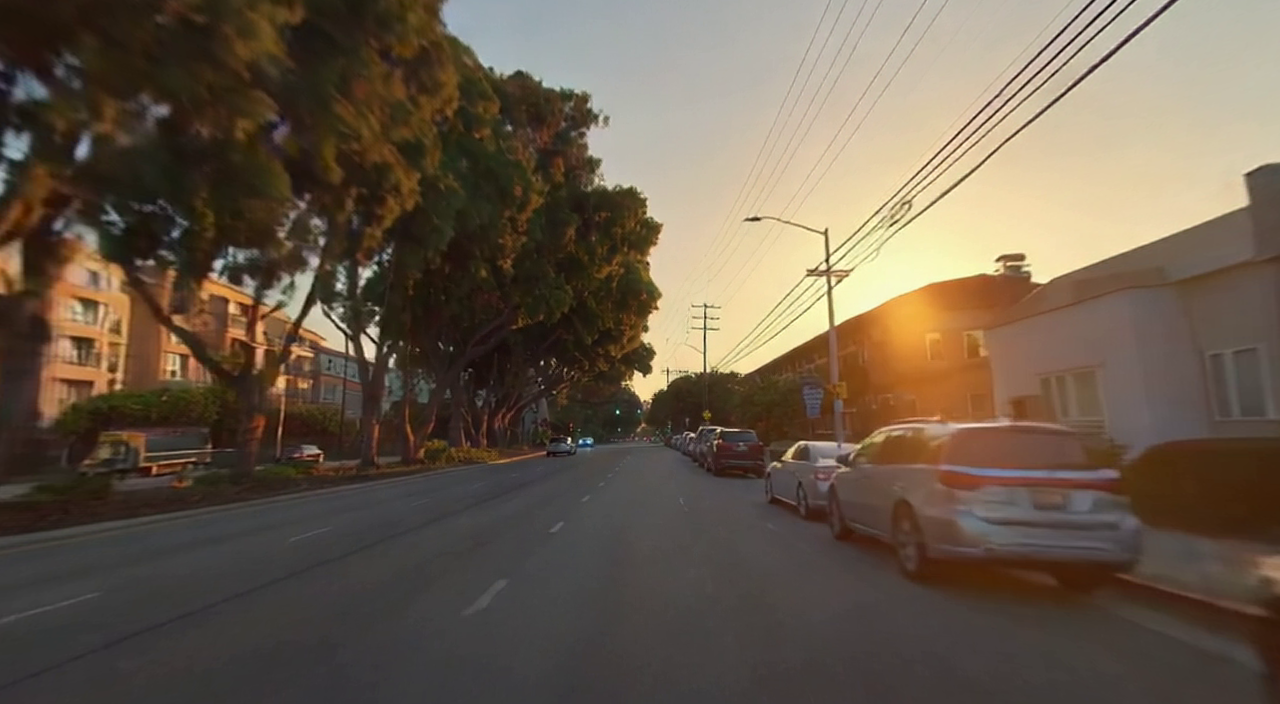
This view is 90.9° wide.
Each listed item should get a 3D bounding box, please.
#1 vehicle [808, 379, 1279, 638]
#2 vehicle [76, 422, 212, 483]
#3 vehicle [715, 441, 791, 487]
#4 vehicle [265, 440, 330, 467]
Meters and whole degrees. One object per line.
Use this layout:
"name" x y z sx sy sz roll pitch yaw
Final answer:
"vehicle" 3.526 1.454 6.970 2.188 1.810 4.883 0 -8 3
"vehicle" -25.725 5.251 33.113 2.223 2.895 5.824 0 -8 1
"vehicle" 3.503 3.513 20.020 1.869 1.325 2.994 0 -8 1
"vehicle" -25.419 7.552 47.019 2.052 1.862 4.816 0 -8 1
